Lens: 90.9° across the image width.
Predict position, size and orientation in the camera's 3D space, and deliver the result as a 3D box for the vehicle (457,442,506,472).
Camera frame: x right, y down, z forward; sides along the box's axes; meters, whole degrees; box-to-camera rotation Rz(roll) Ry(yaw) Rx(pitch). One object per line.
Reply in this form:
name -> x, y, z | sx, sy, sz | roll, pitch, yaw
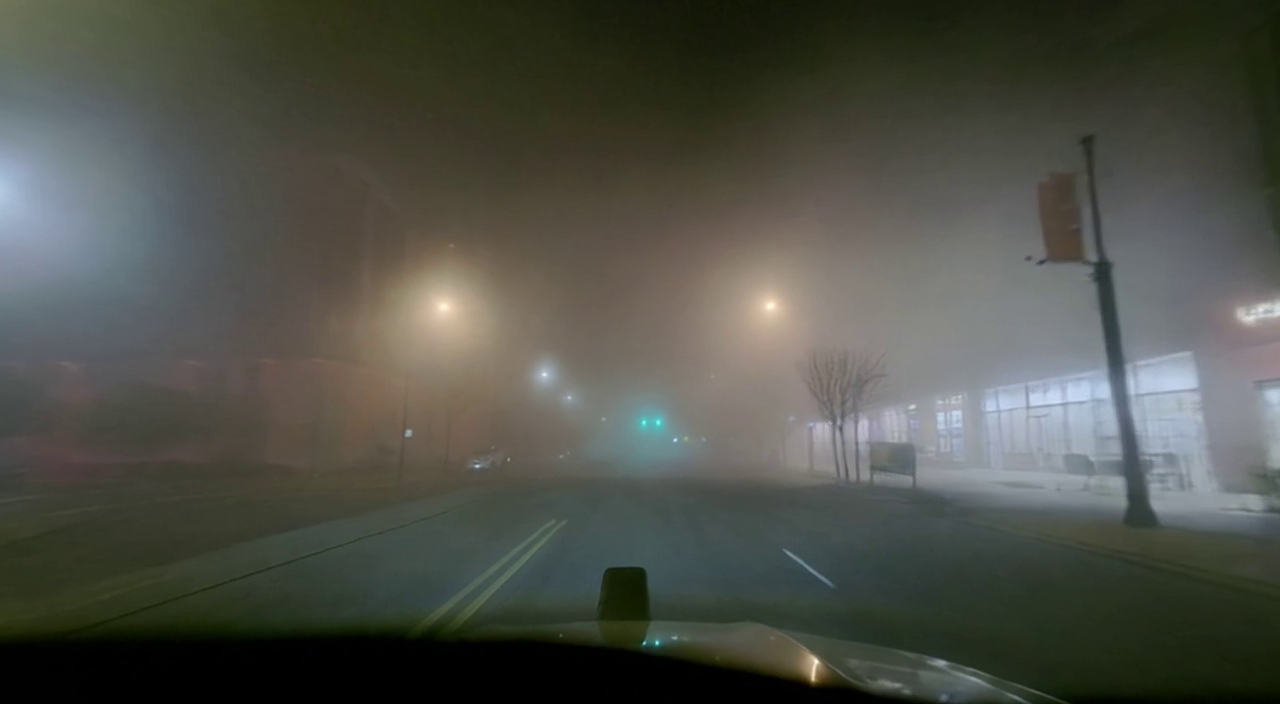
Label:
vehicle -> -10.583, 7.002, 42.465 | 2.060, 1.796, 4.675 | -1, -7, 0
